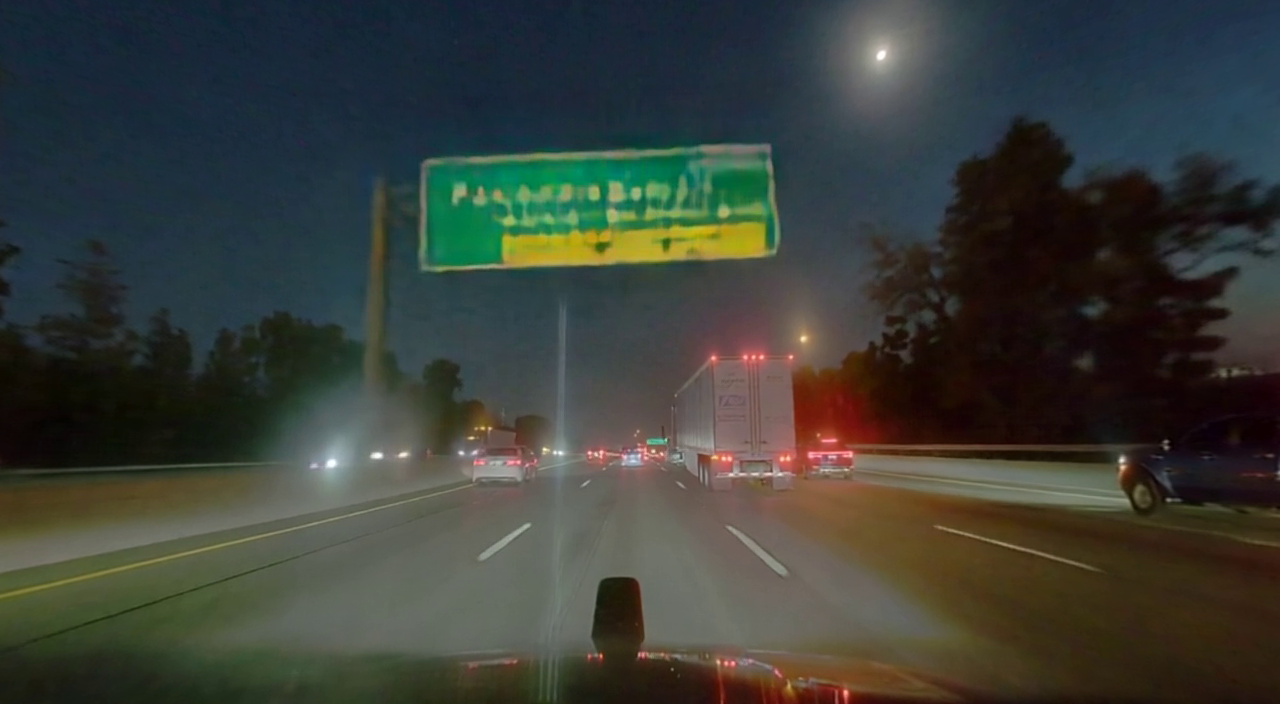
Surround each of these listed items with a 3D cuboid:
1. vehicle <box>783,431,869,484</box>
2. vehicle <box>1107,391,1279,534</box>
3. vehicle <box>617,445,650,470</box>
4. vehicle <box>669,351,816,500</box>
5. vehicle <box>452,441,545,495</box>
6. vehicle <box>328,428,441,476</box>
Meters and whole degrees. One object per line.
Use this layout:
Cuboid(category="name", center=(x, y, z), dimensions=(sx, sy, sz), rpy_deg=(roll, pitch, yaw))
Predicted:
Cuboid(category="vehicle", center=(7.506, 4.294, 25.954), dimensions=(2.079, 1.938, 4.630), rpy_deg=(0, -8, 0))
Cuboid(category="vehicle", center=(10.861, 1.711, 9.814), dimensions=(2.420, 2.141, 5.994), rpy_deg=(0, -8, -2))
Cuboid(category="vehicle", center=(-0.408, 6.866, 41.185), dimensions=(2.047, 1.485, 3.938), rpy_deg=(0, -8, 0))
Cuboid(category="vehicle", center=(3.170, 3.180, 25.452), dimensions=(2.907, 4.109, 16.177), rpy_deg=(0, -8, -1))
Cuboid(category="vehicle", center=(-4.279, 3.545, 19.642), dimensions=(1.968, 1.507, 3.829), rpy_deg=(0, -8, 1))
Cuboid(category="vehicle", center=(-11.146, 4.420, 28.146), dimensions=(2.558, 1.904, 6.041), rpy_deg=(0, -8, 0))
